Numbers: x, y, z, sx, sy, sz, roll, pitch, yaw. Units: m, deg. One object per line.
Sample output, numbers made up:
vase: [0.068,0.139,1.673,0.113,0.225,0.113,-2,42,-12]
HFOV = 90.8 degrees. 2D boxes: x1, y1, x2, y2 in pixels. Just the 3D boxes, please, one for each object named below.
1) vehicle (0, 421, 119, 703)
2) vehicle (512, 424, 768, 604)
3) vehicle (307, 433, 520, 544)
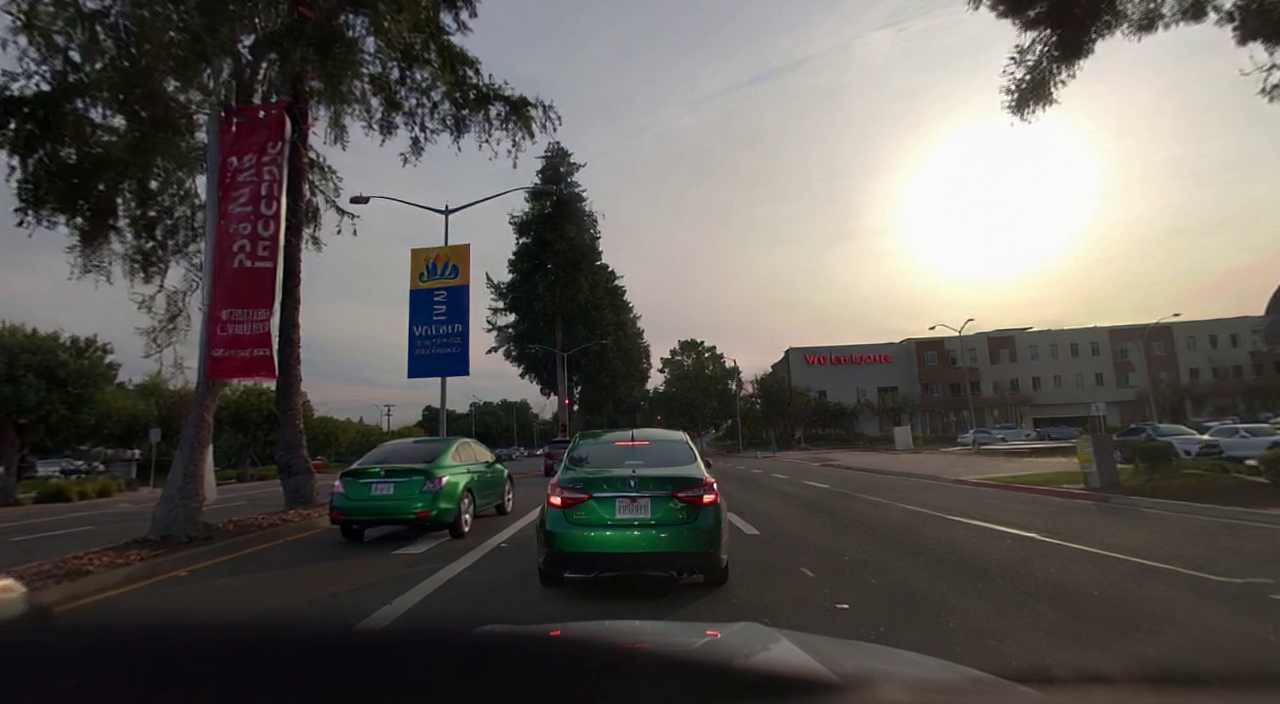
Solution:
vehicle: [-3.368,0.724,0.605,1.952,1.431,4.383,0,-8,1]
vehicle: [-0.056,1.640,7.309,2.126,1.475,3.967,0,-8,-2]
vehicle: [-3.492,2.181,10.826,1.961,1.487,4.453,0,-8,0]
